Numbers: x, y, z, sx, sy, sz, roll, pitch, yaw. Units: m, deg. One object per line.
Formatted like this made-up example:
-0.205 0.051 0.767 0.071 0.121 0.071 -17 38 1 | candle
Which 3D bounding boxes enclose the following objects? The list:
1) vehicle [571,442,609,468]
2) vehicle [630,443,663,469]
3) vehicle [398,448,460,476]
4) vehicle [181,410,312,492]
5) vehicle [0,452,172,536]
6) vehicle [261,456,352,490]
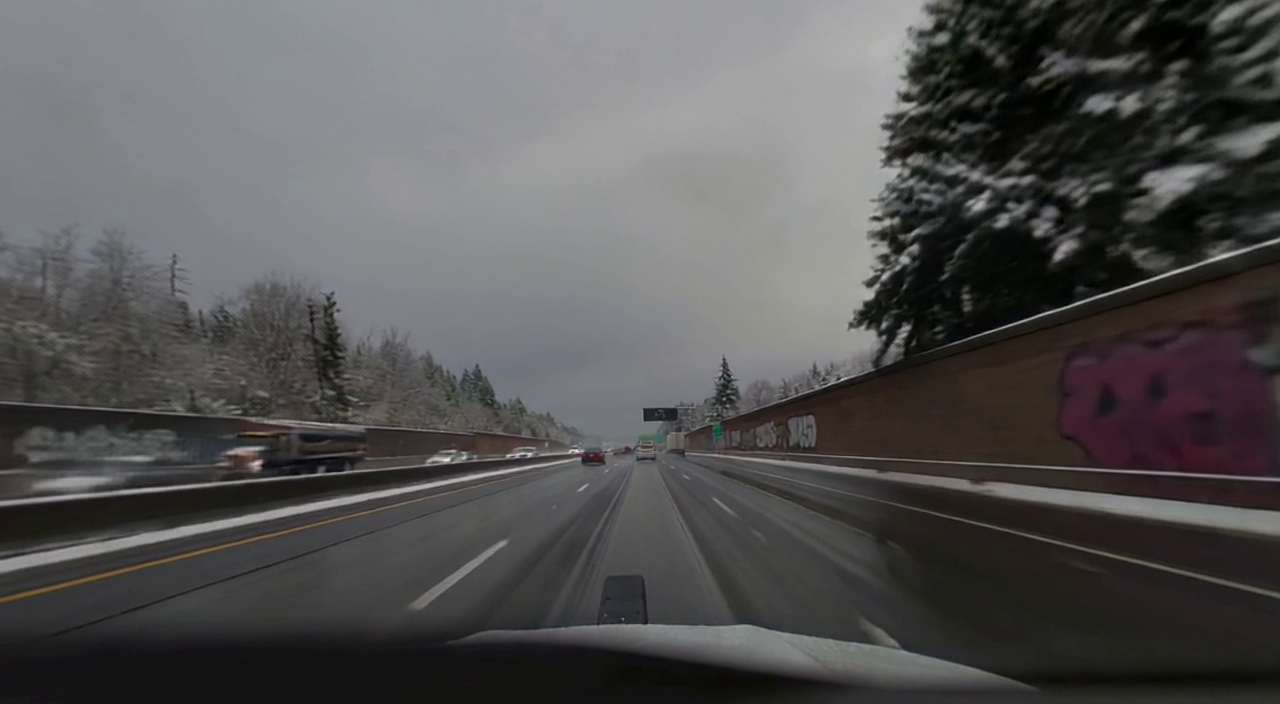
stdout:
-3.302 6.931 42.489 2.095 1.671 4.193 0 -9 1 | vehicle
0.408 6.646 40.335 2.009 1.506 4.091 0 -9 0 | vehicle
-11.920 6.230 35.853 2.102 1.469 3.981 0 -9 1 | vehicle
-20.565 5.238 33.432 2.925 3.884 5.866 0 -9 1 | vehicle
-12.344 2.912 13.477 1.853 1.521 3.633 0 -9 -1 | vehicle
-16.343 5.930 31.189 1.856 1.475 4.749 0 -9 1 | vehicle
